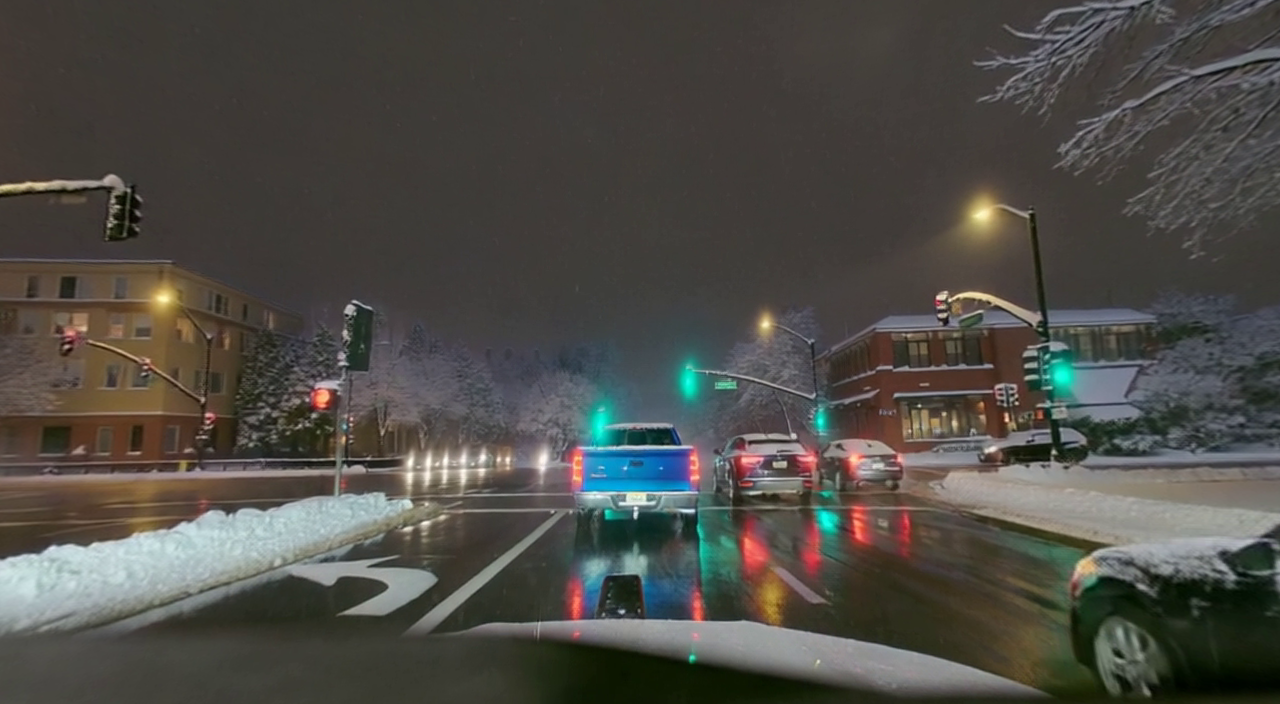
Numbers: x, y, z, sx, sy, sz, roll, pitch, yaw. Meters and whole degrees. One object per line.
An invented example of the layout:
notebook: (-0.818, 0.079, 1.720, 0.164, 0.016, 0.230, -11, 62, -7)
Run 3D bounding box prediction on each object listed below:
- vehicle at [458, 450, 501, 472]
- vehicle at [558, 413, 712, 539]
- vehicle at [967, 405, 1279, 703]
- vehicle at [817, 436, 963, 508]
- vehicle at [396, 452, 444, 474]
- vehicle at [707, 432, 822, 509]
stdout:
vehicle: (-11.785, 8.041, 46.658, 1.989, 1.459, 4.667, 0, -8, 0)
vehicle: (-0.157, 2.221, 11.979, 2.344, 1.883, 4.572, 0, -8, -2)
vehicle: (3.239, 0.887, 1.970, 2.057, 1.463, 4.365, 0, -8, 0)
vehicle: (6.459, 3.126, 16.948, 2.002, 1.651, 4.305, 0, -8, -2)
vehicle: (-15.844, 8.007, 45.794, 1.915, 1.491, 4.347, 0, -8, 0)
vehicle: (3.118, 3.058, 16.859, 2.013, 1.742, 4.424, 0, -8, -2)
